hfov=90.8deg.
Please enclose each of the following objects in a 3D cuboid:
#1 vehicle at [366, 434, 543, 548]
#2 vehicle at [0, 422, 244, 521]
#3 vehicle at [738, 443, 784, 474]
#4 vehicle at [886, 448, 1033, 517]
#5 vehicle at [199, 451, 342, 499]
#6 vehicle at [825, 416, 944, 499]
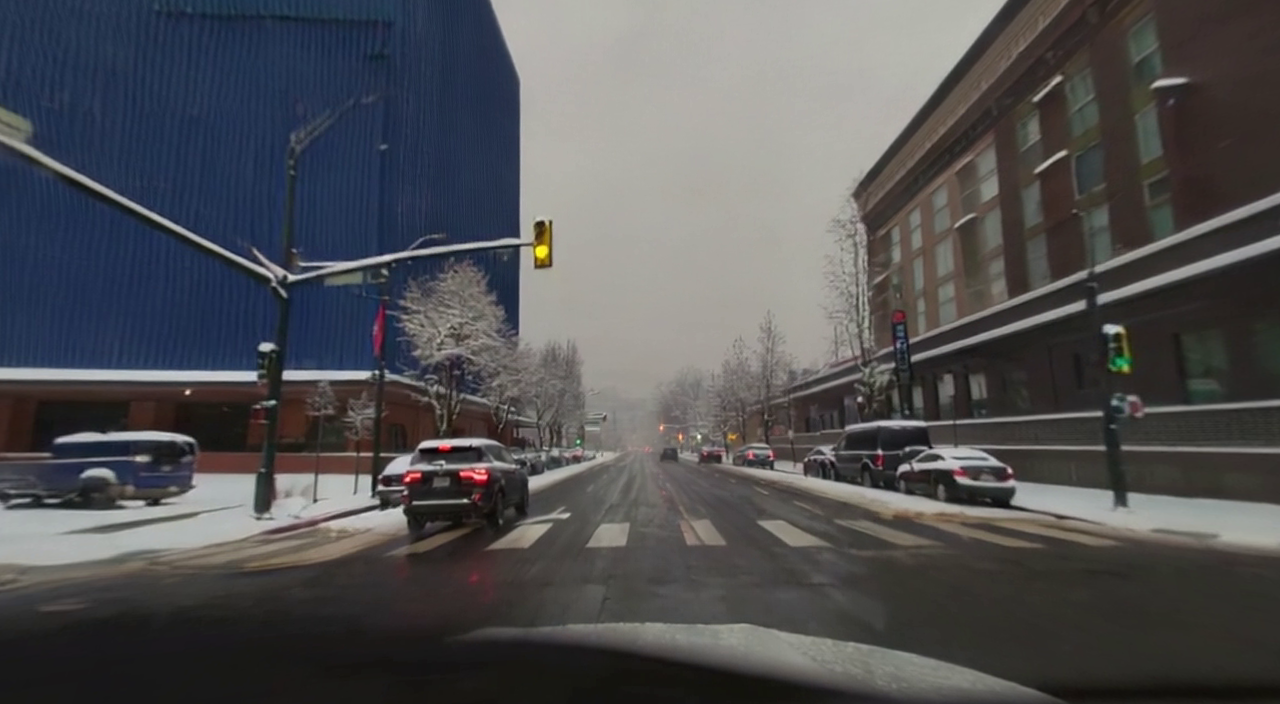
[{"bbox_3d":[-3.256,2.507,12.151,2.002,1.756,4.366,0,-8,1],"label":"vehicle"},{"bbox_3d":[-13.595,2.992,16.184,5.188,2.293,2.381,0,-8,-1],"label":"vehicle"},{"bbox_3d":[8.986,7.912,47.283,2.249,2.117,5.743,0,-8,0],"label":"vehicle"},{"bbox_3d":[8.808,3.573,17.910,1.854,1.663,4.300,0,-8,0],"label":"vehicle"},{"bbox_3d":[-13.685,4.559,23.594,4.033,1.533,1.895,2,-9,0],"label":"vehicle"},{"bbox_3d":[9.055,3.969,24.167,2.285,2.778,5.847,0,-8,2],"label":"vehicle"}]
